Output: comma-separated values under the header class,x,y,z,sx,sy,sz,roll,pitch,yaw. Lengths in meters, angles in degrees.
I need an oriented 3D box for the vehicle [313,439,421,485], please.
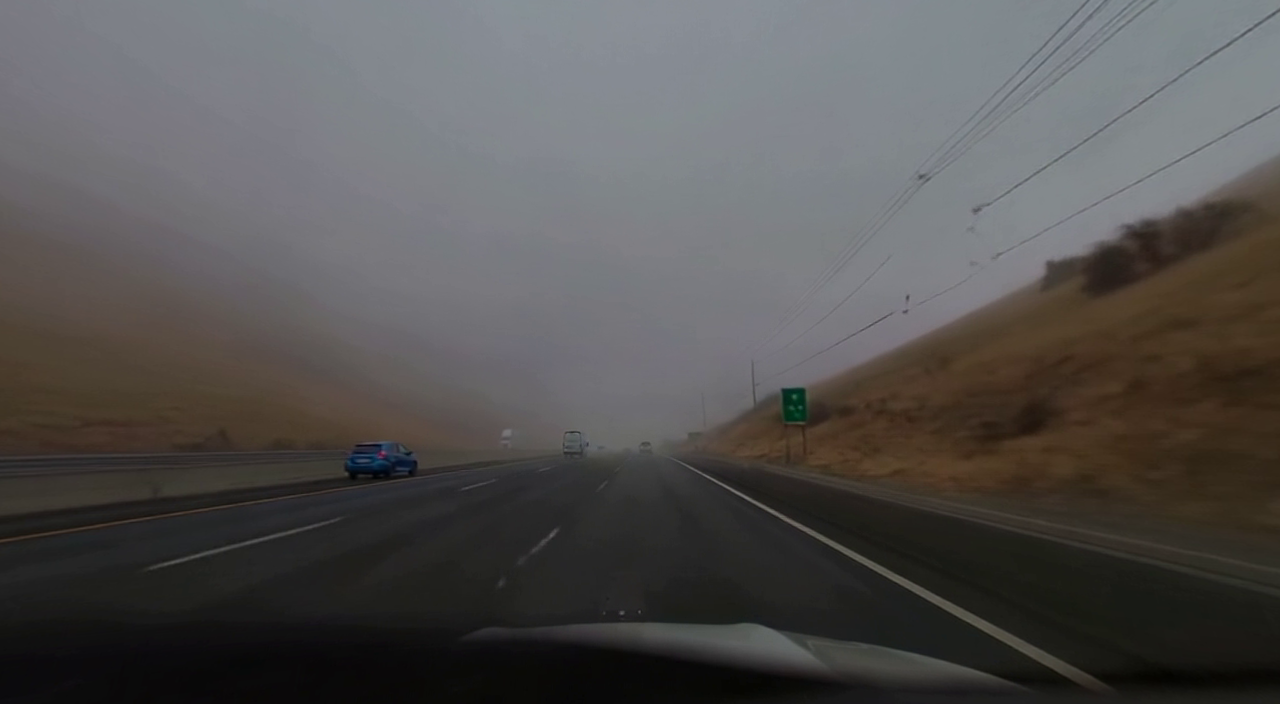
class,x,y,z,sx,sy,sz,roll,pitch,yaw
vehicle,-10.378,4.200,24.439,1.971,1.558,4.847,0,-8,0
